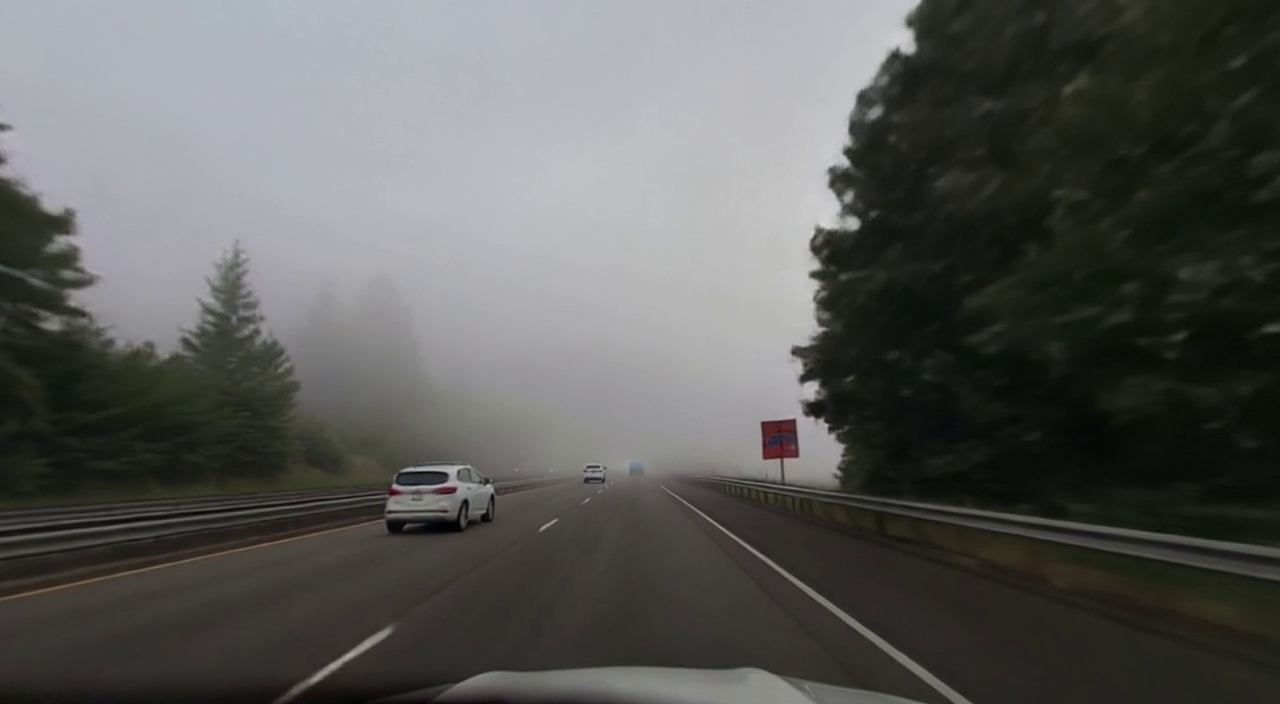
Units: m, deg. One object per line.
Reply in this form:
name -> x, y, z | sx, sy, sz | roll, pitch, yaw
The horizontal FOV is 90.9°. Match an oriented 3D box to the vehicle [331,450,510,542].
vehicle -> -4.268, 2.914, 13.215 | 2.040, 1.525, 4.603 | 1, -11, 1

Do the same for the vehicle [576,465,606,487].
vehicle -> -3.703, 9.515, 48.439 | 2.006, 1.516, 4.820 | 1, -11, 0
